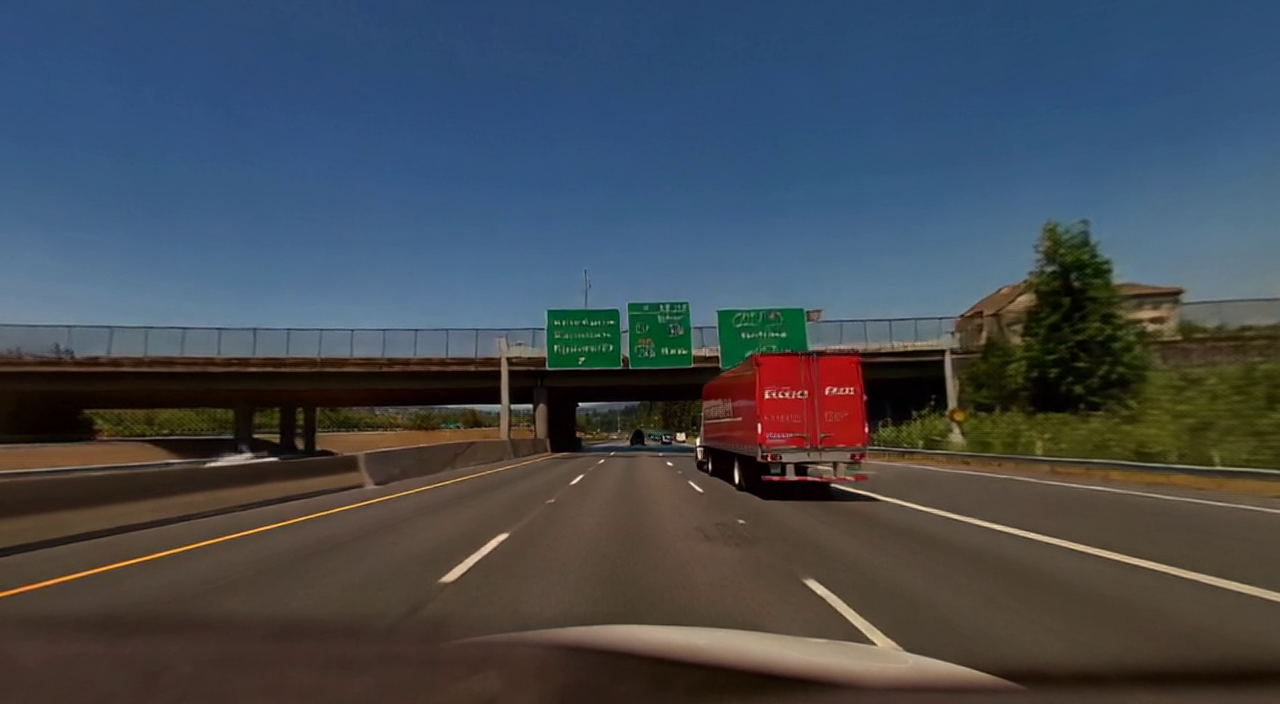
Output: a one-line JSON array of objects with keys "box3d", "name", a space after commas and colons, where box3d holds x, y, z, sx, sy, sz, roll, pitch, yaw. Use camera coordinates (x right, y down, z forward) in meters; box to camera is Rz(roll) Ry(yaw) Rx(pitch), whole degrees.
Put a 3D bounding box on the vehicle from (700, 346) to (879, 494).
[{"box3d": [3.956, 2.286, 20.053, 2.849, 3.391, 11.018, 0, -8, -1], "name": "vehicle"}]
